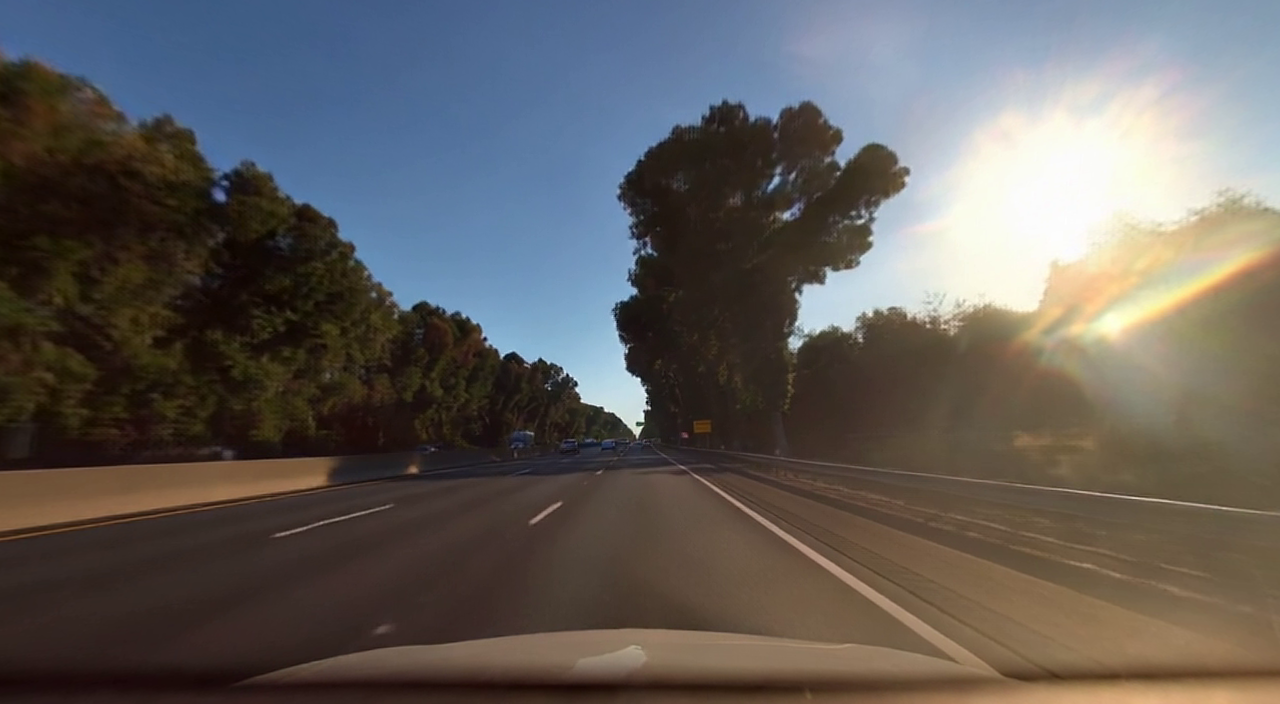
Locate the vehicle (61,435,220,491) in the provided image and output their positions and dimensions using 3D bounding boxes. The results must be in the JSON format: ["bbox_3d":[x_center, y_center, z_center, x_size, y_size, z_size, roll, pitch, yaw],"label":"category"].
[{"bbox_3d":[-15.522,3.415,19.905,1.771,1.483,4.008,3,-7,-2],"label":"vehicle"}]
